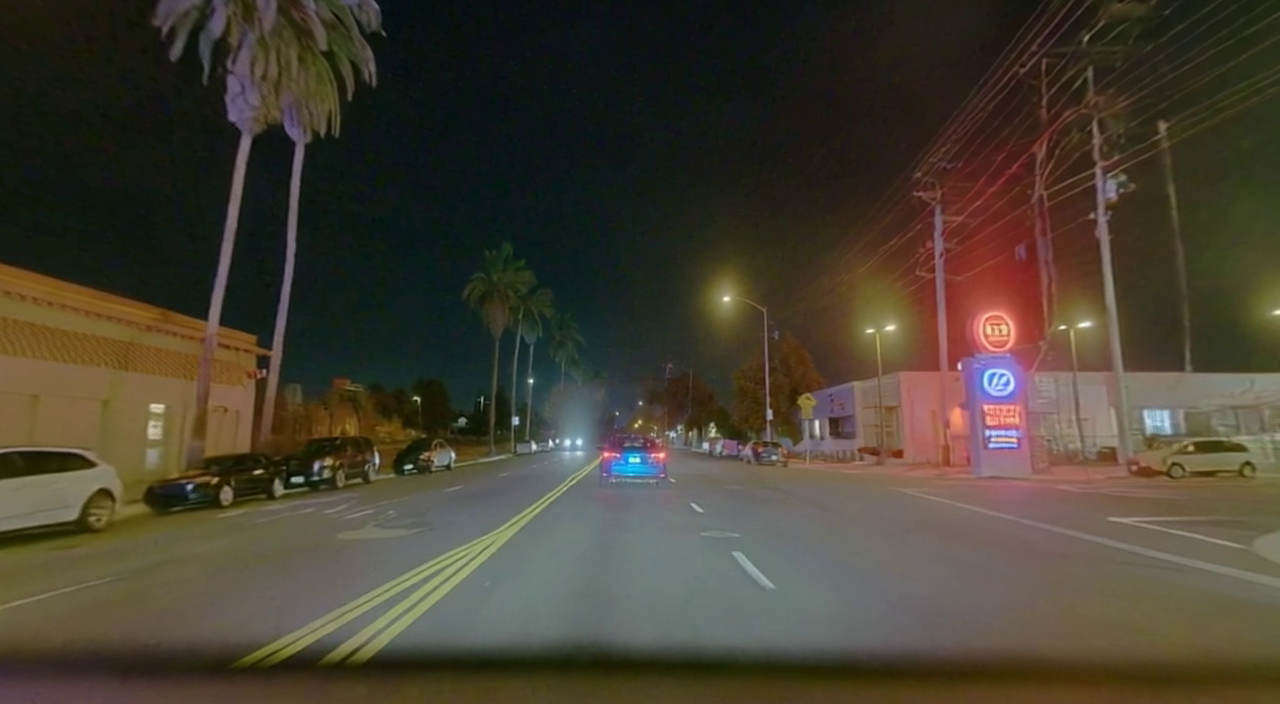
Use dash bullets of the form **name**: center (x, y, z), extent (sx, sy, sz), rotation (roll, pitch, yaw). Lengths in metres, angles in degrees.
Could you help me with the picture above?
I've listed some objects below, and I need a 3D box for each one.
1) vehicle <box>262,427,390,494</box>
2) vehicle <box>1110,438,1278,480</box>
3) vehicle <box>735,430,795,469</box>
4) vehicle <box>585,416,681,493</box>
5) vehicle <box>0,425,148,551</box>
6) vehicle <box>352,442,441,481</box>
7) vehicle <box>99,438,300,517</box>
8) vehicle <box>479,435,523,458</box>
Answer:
- **vehicle**: center (-10.000, 3.468, 20.458), extent (1.958, 1.937, 4.114), rotation (0, -8, 1)
- **vehicle**: center (20.795, 4.015, 23.761), extent (4.488, 1.470, 1.994), rotation (0, -9, -2)
- **vehicle**: center (6.073, 4.805, 31.057), extent (2.005, 1.775, 4.324), rotation (0, -8, 0)
- **vehicle**: center (-0.218, 2.770, 17.249), extent (2.264, 1.798, 4.563), rotation (0, -8, -1)
- **vehicle**: center (-10.155, 2.007, 9.236), extent (1.992, 1.744, 4.896), rotation (-1, -6, -1)
- **vehicle**: center (-9.929, 4.477, 26.074), extent (1.909, 1.468, 4.504), rotation (0, -8, -1)
- **vehicle**: center (-10.066, 2.864, 14.857), extent (1.812, 1.578, 4.037), rotation (0, -8, 0)
- **vehicle**: center (-10.187, 6.972, 46.475), extent (2.118, 1.640, 4.406), rotation (0, -8, 1)
